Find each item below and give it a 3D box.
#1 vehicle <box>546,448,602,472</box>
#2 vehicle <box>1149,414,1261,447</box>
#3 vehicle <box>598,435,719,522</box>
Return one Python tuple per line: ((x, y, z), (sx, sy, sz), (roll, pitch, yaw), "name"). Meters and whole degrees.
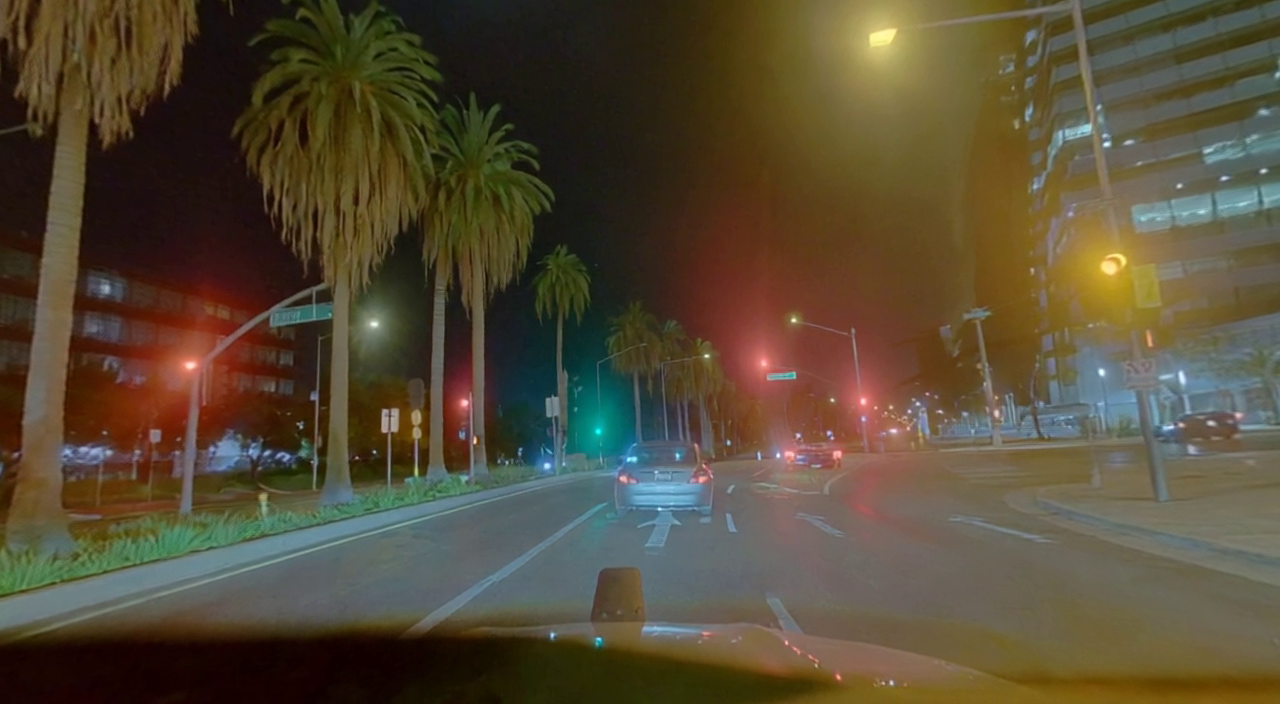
((-4.151, 6.871, 40.420), (2.012, 1.467, 4.592), (-3, -9, 15), "vehicle")
((32.949, 4.614, 36.879), (5.049, 1.861, 2.081), (2, -9, -11), "vehicle")
((0.487, 2.504, 13.064), (2.096, 1.492, 4.071), (-1, -9, 5), "vehicle")
